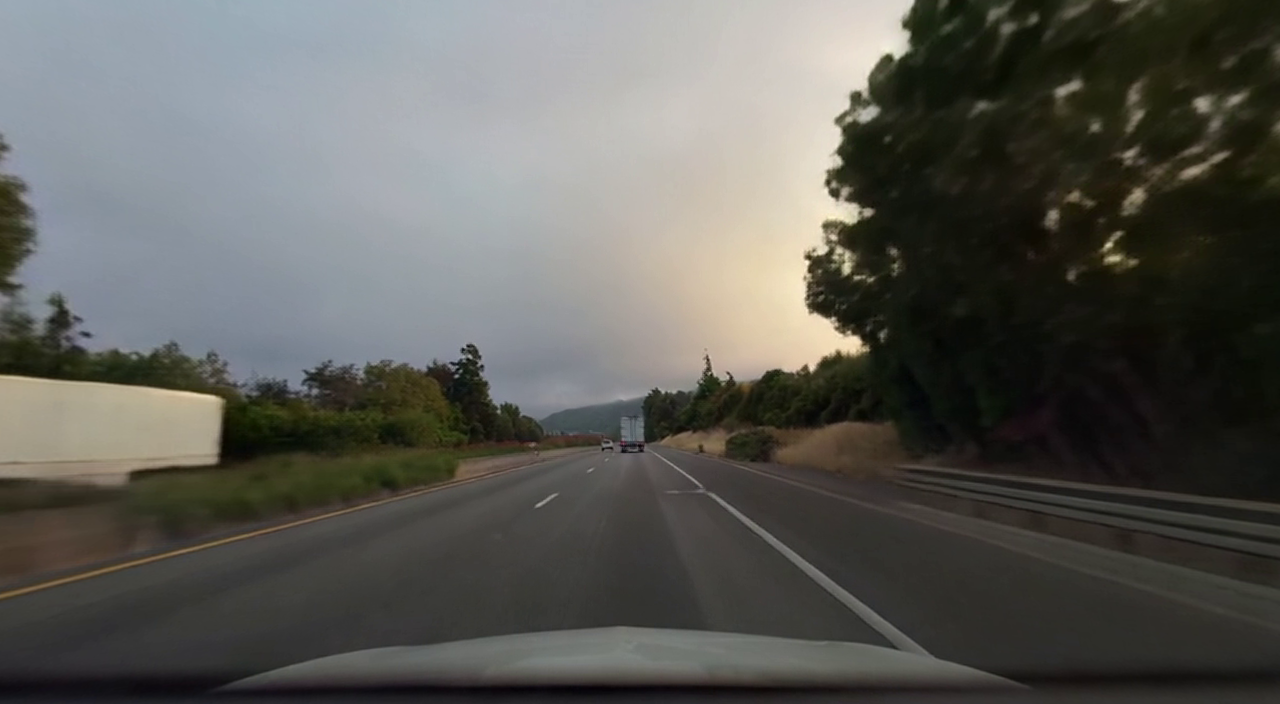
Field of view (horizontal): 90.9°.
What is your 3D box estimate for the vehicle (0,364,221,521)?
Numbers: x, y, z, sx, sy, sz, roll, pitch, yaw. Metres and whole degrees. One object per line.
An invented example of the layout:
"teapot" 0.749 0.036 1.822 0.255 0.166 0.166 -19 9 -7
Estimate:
"vehicle" -16.818 2.468 17.260 3.033 3.711 11.259 0 -8 0
